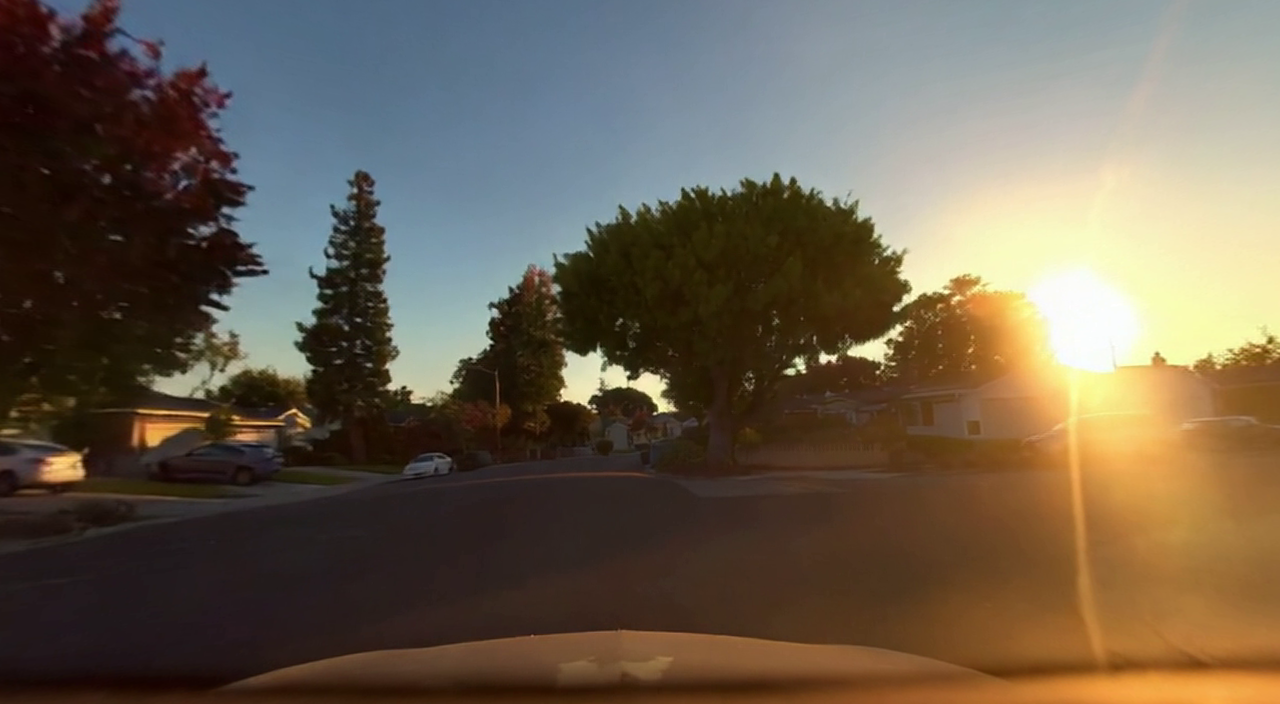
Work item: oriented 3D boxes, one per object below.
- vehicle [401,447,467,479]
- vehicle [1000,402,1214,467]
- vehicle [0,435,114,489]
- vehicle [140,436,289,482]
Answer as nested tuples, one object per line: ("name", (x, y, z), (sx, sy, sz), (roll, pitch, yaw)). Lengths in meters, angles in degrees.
("vehicle", (-10.442, 5.641, 32.273), (2.040, 1.525, 5.212), (1, -9, -5))
("vehicle", (16.153, 2.928, 21.910), (6.088, 2.084, 2.337), (2, -10, -12))
("vehicle", (-19.923, 3.436, 19.759), (1.829, 1.584, 4.748), (-4, -10, 25))
("vehicle", (-17.957, 4.548, 26.804), (4.683, 1.849, 2.044), (1, -9, -8))
